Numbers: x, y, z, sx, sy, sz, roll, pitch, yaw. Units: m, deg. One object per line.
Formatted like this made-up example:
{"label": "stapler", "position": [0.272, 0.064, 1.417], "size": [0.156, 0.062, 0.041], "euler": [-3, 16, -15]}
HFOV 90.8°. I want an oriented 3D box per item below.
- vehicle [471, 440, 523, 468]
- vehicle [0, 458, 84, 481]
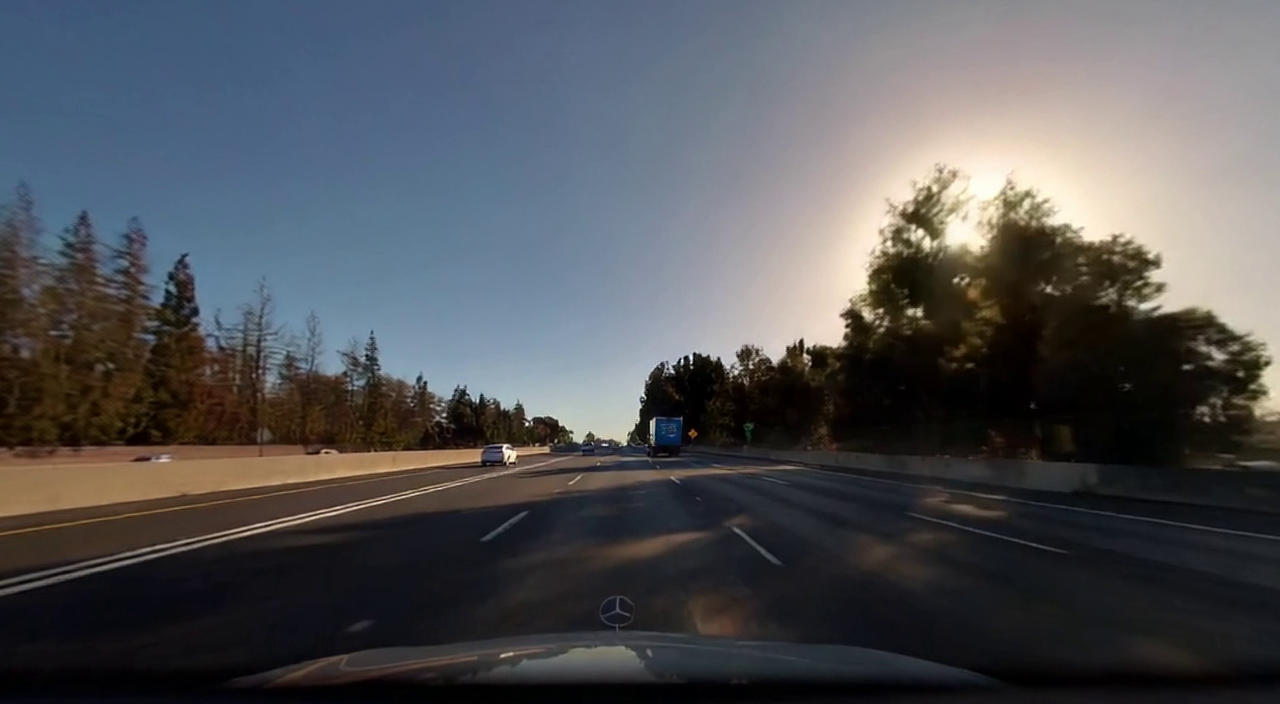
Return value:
{"label": "vehicle", "position": [-8.216, 5.911, 36.749], "size": [2.033, 1.494, 4.508], "euler": [0, -9, 0]}
{"label": "vehicle", "position": [-44.845, 8.827, 47.548], "size": [1.869, 1.517, 4.593], "euler": [0, -9, -1]}
